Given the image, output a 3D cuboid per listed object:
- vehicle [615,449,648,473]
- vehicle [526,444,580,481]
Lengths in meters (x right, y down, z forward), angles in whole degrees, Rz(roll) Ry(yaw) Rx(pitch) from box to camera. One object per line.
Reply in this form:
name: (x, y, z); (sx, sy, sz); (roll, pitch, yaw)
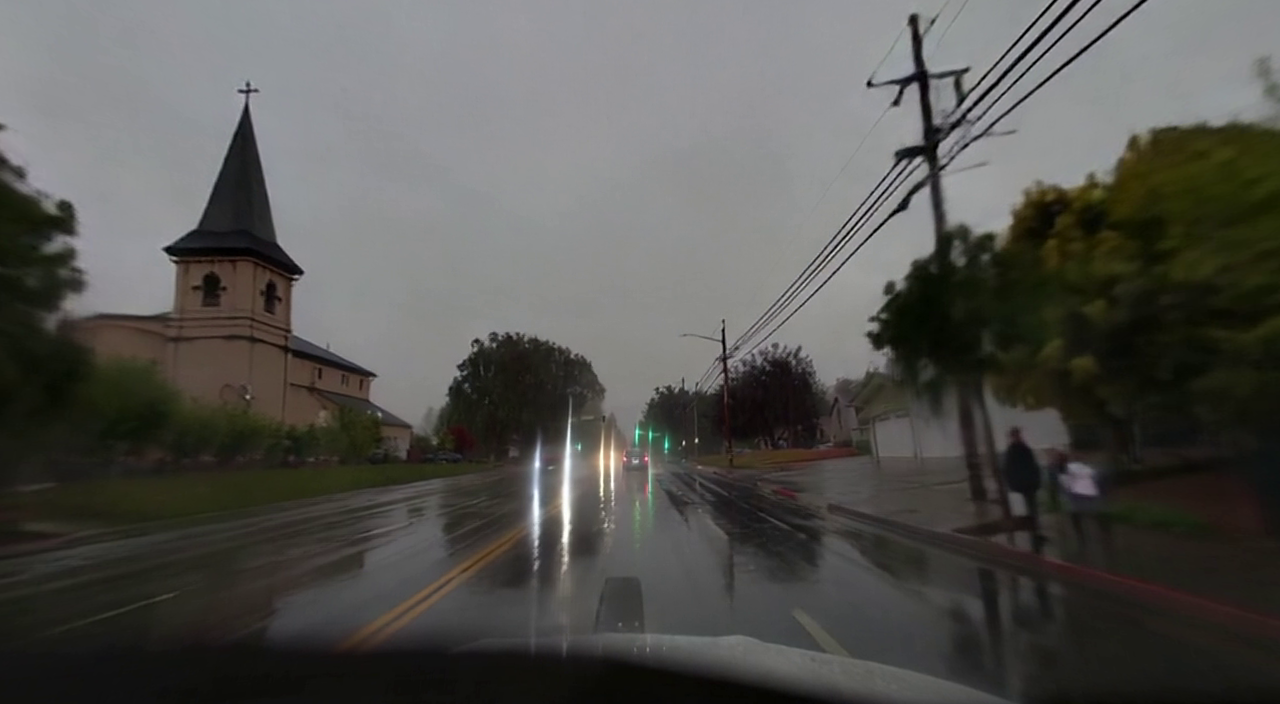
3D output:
vehicle: (-0.550, 7.210, 41.860); (2.093, 1.497, 4.010); (0, -9, -1)
vehicle: (-4.766, 6.159, 35.365); (2.212, 1.906, 4.958); (0, -9, 2)
